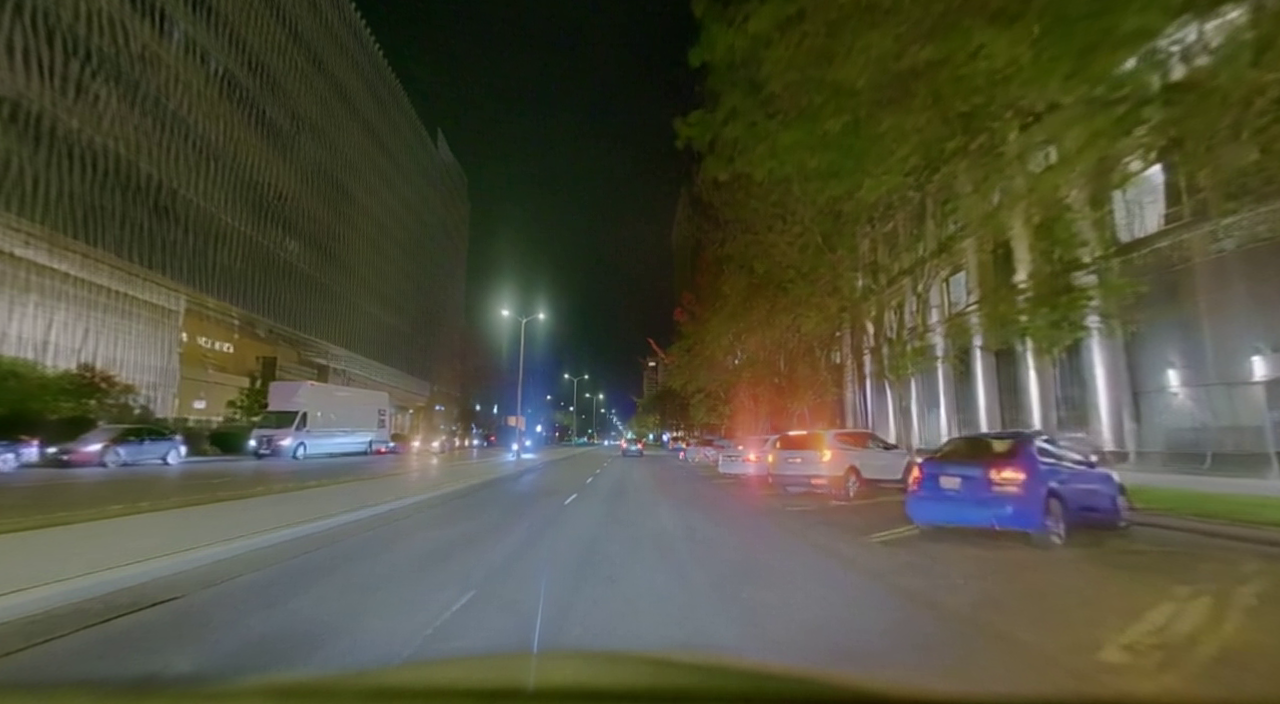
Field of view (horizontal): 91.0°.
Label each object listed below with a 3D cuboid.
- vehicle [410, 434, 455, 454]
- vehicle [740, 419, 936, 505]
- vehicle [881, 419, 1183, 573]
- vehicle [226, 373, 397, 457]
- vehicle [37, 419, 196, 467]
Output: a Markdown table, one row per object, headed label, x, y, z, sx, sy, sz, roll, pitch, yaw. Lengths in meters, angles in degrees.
| label | x | y | z | sx | sy | sz | roll | pitch | yaw |
| --- | --- | --- | --- | --- | --- | --- | --- | --- | --- |
| vehicle | -15.914 | 7.106 | 48.612 | 1.909 | 1.465 | 4.758 | 0 | -8 | -1 |
| vehicle | 4.648 | 2.450 | 14.523 | 4.585 | 1.660 | 1.969 | 6 | -10 | -37 |
| vehicle | 5.097 | 1.626 | 7.970 | 4.275 | 1.428 | 1.774 | 6 | -10 | -38 |
| vehicle | -19.045 | 4.122 | 38.369 | 3.054 | 4.140 | 14.110 | -1 | -8 | -1 |
| vehicle | -18.714 | 3.293 | 22.841 | 1.909 | 1.518 | 4.459 | -1 | -8 | 0 |
